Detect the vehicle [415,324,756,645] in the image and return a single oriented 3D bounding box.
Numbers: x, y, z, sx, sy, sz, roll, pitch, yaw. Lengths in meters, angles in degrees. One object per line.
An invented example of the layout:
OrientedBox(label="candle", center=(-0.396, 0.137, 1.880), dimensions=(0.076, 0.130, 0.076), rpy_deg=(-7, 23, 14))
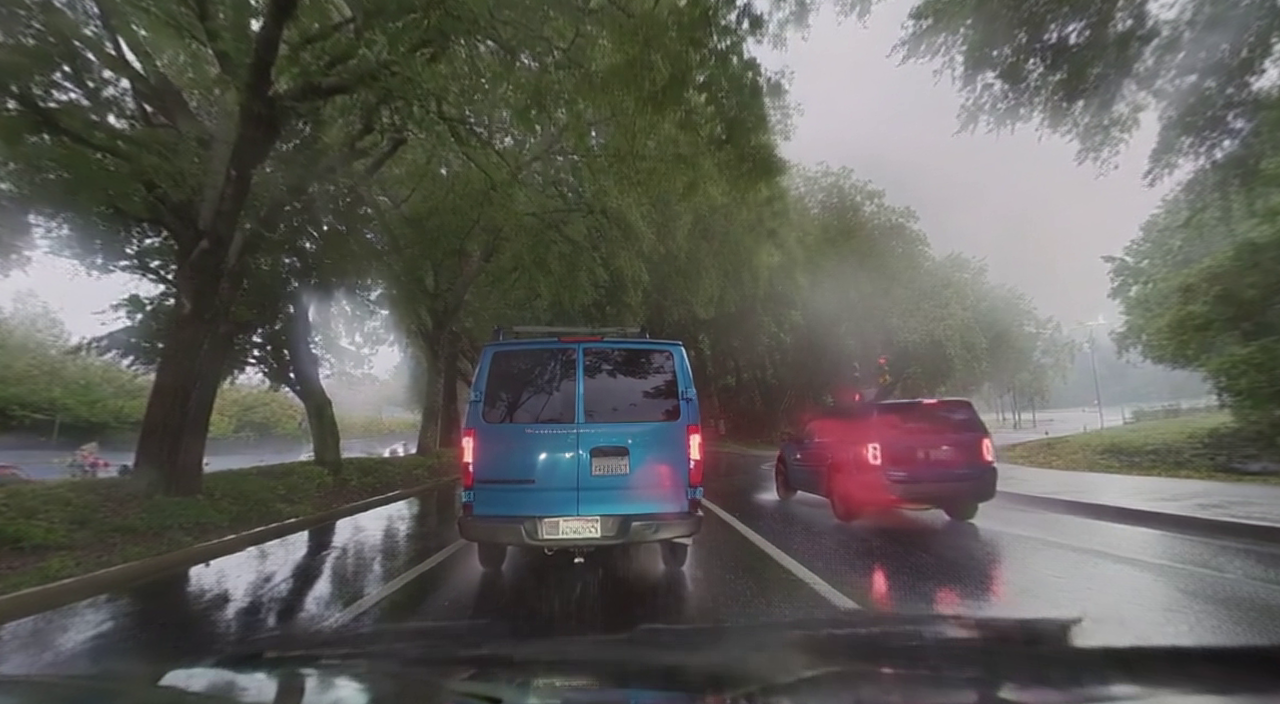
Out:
OrientedBox(label="vehicle", center=(-0.305, 1.144, 6.252), dimensions=(2.145, 2.046, 4.309), rpy_deg=(0, -9, 1))

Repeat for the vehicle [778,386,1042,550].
OrientedBox(label="vehicle", center=(3.551, 1.625, 9.315), dimensions=(1.988, 1.873, 3.968), rpy_deg=(0, -9, -2))
